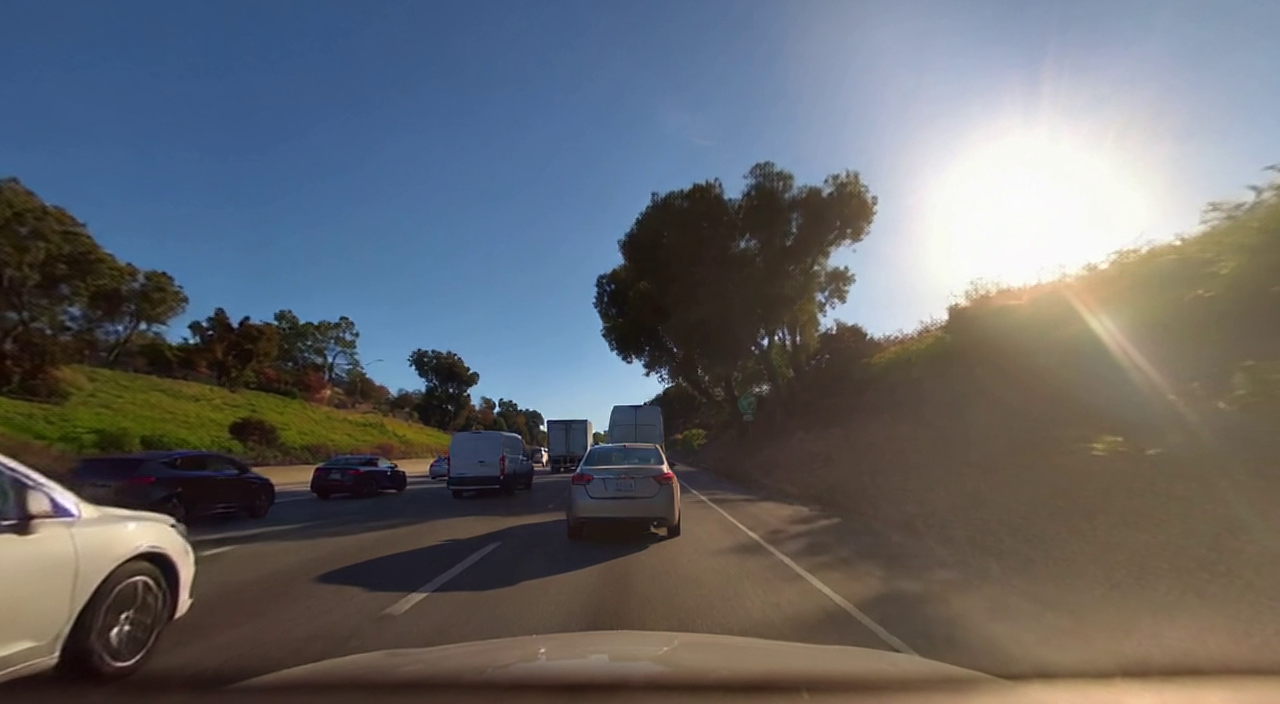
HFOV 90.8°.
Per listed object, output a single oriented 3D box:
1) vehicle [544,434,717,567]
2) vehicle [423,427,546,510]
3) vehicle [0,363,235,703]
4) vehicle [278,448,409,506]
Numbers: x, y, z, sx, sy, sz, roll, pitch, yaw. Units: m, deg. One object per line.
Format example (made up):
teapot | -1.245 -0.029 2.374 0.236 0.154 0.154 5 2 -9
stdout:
vehicle | -0.138 1.981 9.036 1.995 1.495 3.380 0 -9 -1
vehicle | -4.020 3.112 17.258 2.055 1.913 4.584 -1 -9 2
vehicle | -3.626 0.761 1.765 2.029 1.656 4.437 0 -9 0
vehicle | -8.395 3.543 18.276 1.826 1.465 3.916 0 -9 1
